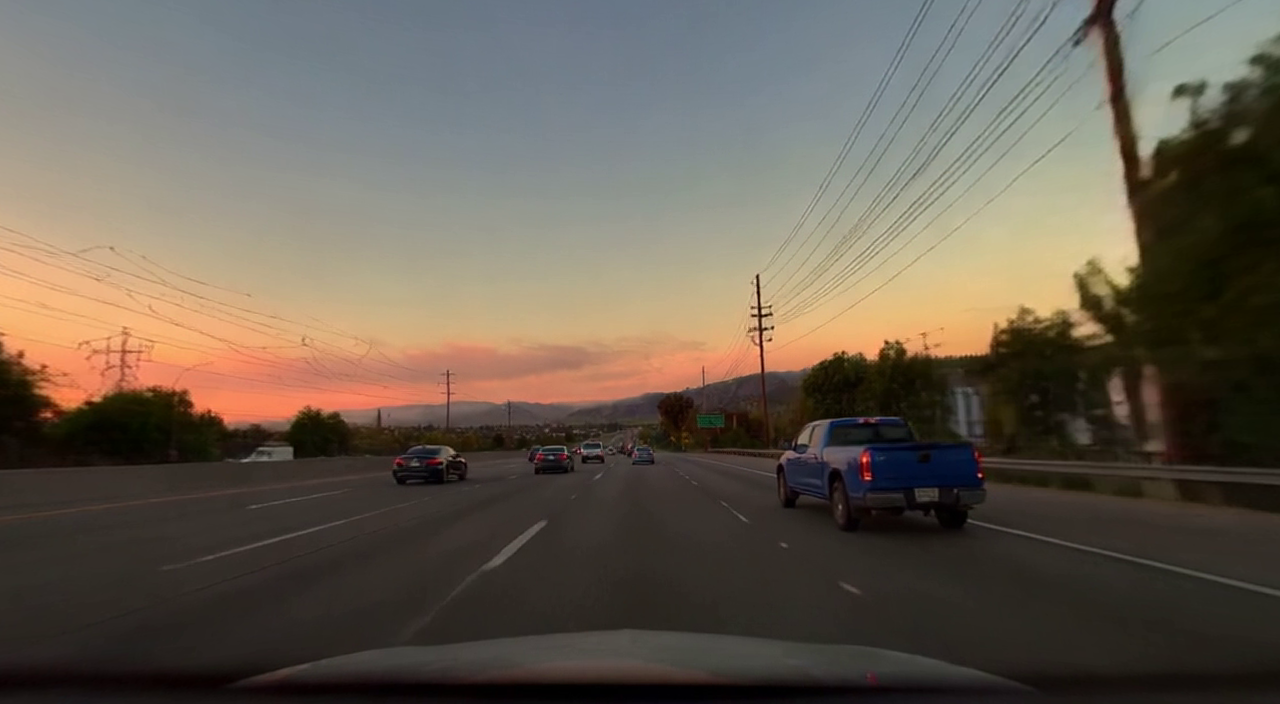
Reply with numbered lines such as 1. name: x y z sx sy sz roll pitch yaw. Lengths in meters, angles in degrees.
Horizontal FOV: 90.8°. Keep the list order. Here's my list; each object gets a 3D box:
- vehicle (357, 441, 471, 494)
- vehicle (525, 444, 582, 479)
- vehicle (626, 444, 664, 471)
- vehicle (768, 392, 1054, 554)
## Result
1. vehicle: -7.160 3.685 20.618 1.959 1.496 4.740 0 -9 0
2. vehicle: -3.737 4.823 28.125 1.938 1.444 4.206 0 -9 0
3. vehicle: 0.271 6.033 36.316 2.030 1.471 4.115 0 -9 0
4. vehicle: 3.762 1.818 10.159 2.231 1.919 5.086 0 -9 -1
